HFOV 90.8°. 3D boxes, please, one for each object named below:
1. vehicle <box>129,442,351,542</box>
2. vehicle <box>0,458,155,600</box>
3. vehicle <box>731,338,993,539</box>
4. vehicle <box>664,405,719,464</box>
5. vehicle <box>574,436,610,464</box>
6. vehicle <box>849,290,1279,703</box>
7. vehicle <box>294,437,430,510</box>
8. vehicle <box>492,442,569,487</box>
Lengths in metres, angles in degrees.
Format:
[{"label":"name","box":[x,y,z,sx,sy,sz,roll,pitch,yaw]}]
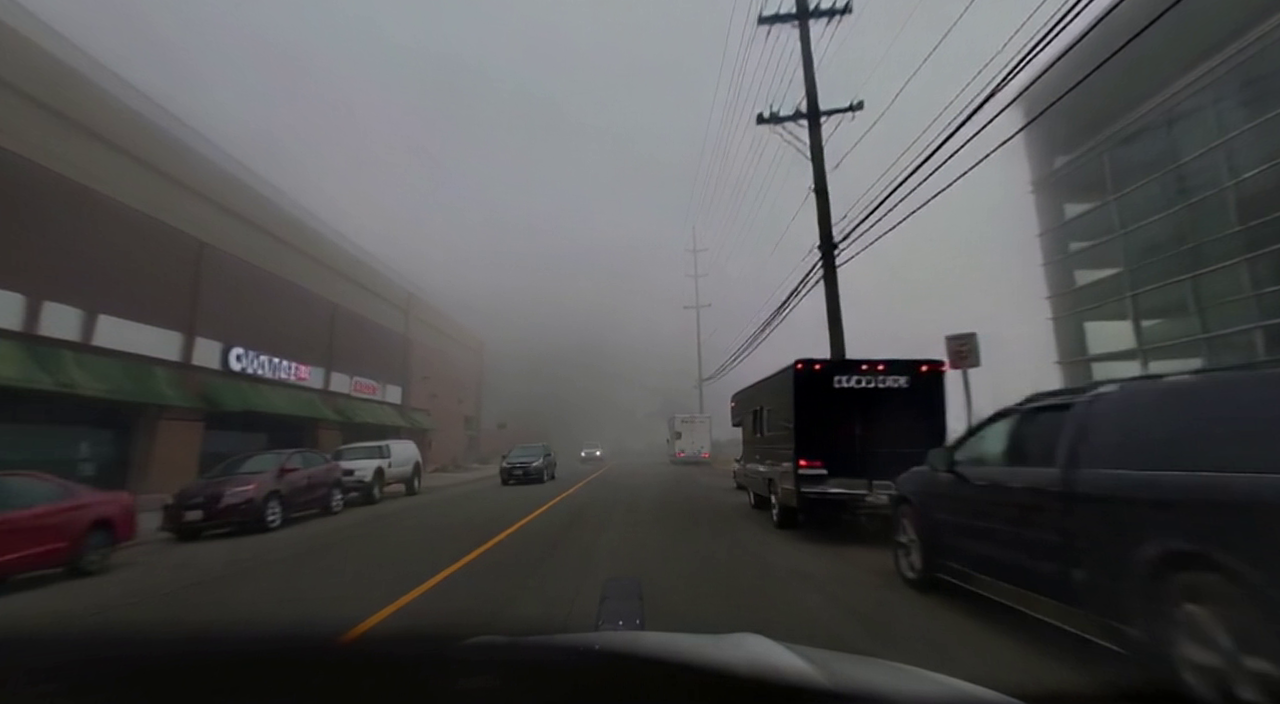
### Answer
[{"label":"vehicle","box":[-7.966,2.759,13.212,1.903,1.710,4.322,0,-8,-2]},{"label":"vehicle","box":[-7.778,1.941,6.834,1.759,1.461,4.308,0,-8,-2]},{"label":"vehicle","box":[3.720,1.722,12.555,2.880,2.959,6.375,0,-8,1]},{"label":"vehicle","box":[3.787,6.541,48.890,3.029,3.860,7.726,-4,-10,-3]},{"label":"vehicle","box":[-3.652,7.523,48.635,2.307,1.998,4.734,0,-8,1]},{"label":"vehicle","box":[3.658,1.016,4.480,2.218,1.956,5.916,0,-8,-1]},{"label":"vehicle","box":[-7.940,3.479,18.669,2.001,1.830,4.735,0,-8,-2]},{"label":"vehicle","box":[-3.924,4.116,23.490,1.966,1.482,4.473,0,-8,1]}]
